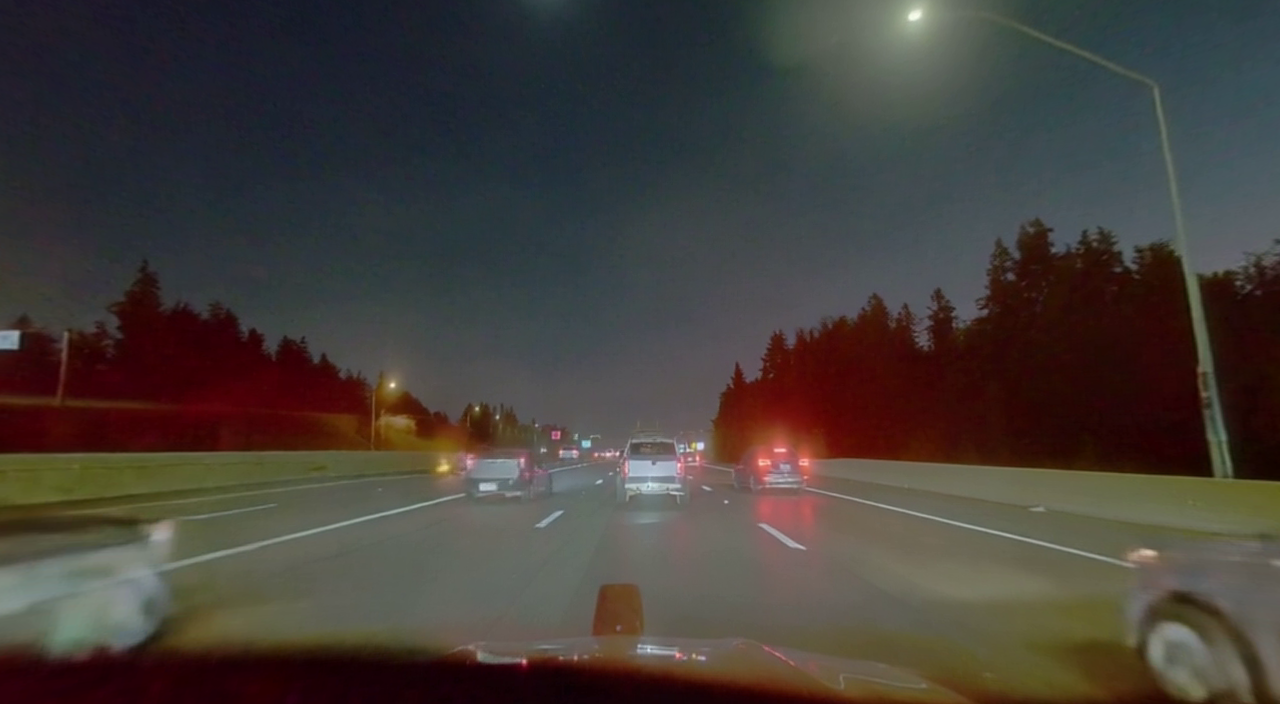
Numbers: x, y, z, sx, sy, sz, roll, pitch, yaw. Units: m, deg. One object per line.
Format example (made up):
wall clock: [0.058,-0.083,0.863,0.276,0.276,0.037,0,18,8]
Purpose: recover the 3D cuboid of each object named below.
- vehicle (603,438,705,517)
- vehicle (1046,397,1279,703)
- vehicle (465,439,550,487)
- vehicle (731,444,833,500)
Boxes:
vehicle: [0.277,2.807,14.575,2.044,1.554,3.824,0,-9,0]
vehicle: [3.558,0.852,1.873,2.044,1.523,3.947,0,-9,0]
vehicle: [-5.297,4.509,25.954,2.182,1.743,5.144,0,-9,2]
vehicle: [4.198,3.618,19.474,2.002,1.499,4.710,0,-9,-1]
